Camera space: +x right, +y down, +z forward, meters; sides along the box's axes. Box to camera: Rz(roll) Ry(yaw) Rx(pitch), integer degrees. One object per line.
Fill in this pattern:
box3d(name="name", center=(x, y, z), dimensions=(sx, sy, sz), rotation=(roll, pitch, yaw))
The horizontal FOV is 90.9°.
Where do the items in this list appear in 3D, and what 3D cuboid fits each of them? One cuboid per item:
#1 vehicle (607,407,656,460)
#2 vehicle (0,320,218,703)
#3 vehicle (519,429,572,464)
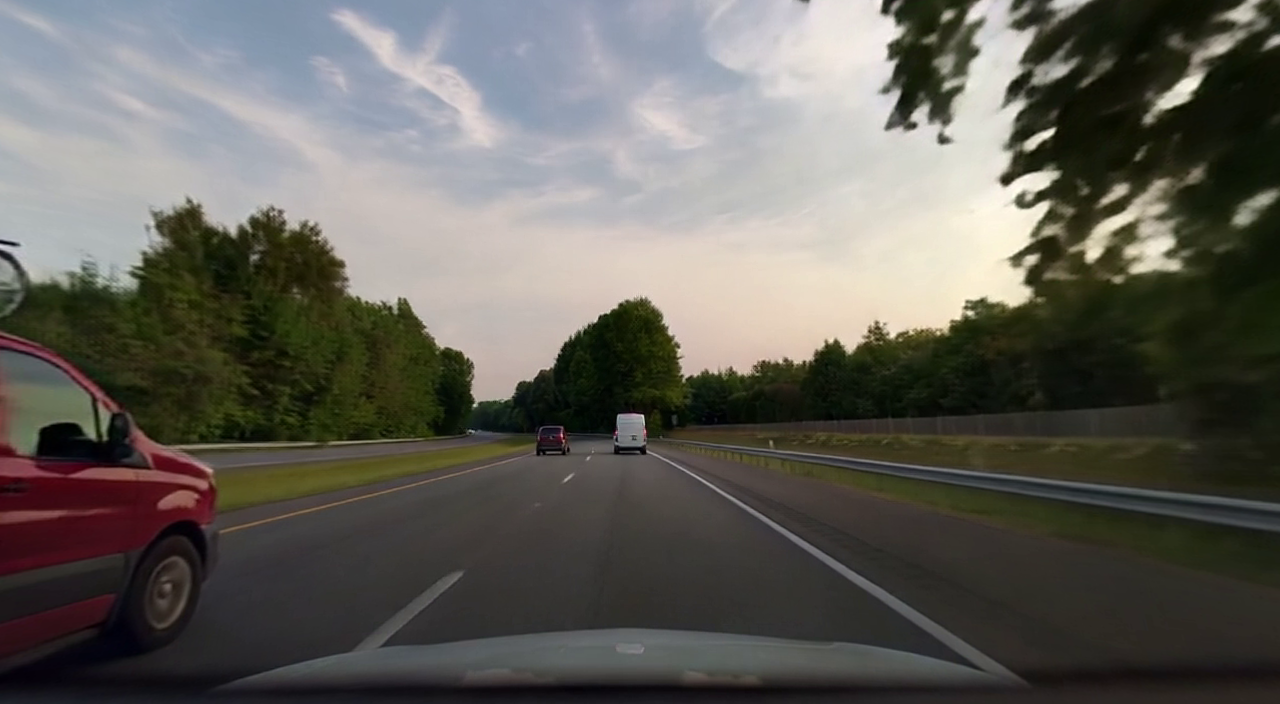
box3d(name="vehicle", center=(-0.628, 4.884, 37.546), dimensions=(2.647, 2.896, 6.480), rotation=(0, -8, -3))
box3d(name="vehicle", center=(-3.811, 0.603, 1.721), dimensions=(2.069, 1.751, 4.720), rotation=(0, -8, -1))
box3d(name="vehicle", center=(-4.725, 4.782, 32.012), dimensions=(2.110, 1.636, 4.453), rotation=(0, -8, -1))
